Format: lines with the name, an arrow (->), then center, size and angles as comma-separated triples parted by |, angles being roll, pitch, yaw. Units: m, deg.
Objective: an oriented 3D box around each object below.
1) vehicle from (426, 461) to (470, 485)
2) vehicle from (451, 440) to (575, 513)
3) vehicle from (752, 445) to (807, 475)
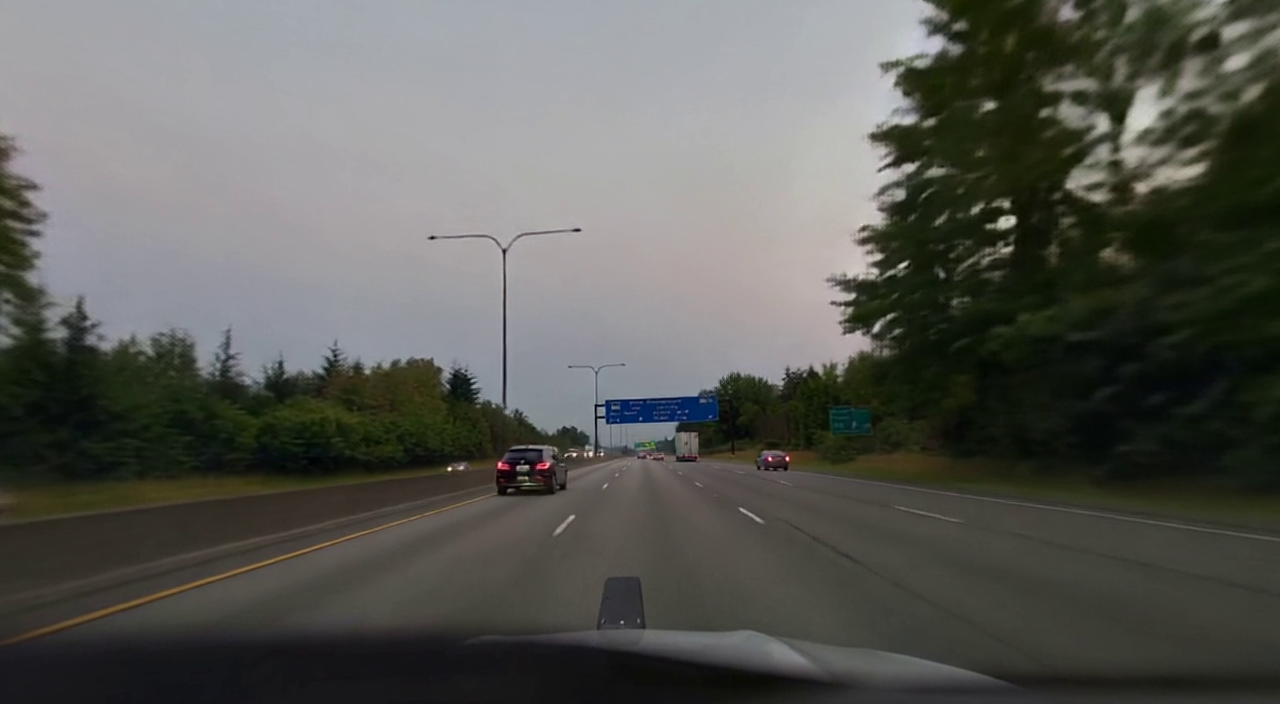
vehicle -> -11.780, 7.443, 38.885 | 1.628, 1.353, 3.499 | 0, -9, 0
vehicle -> -2.994, 3.043, 15.938 | 2.191, 1.563, 4.318 | 0, -9, 1
vehicle -> 7.583, 5.921, 34.706 | 1.943, 1.493, 4.507 | 0, -9, -1
